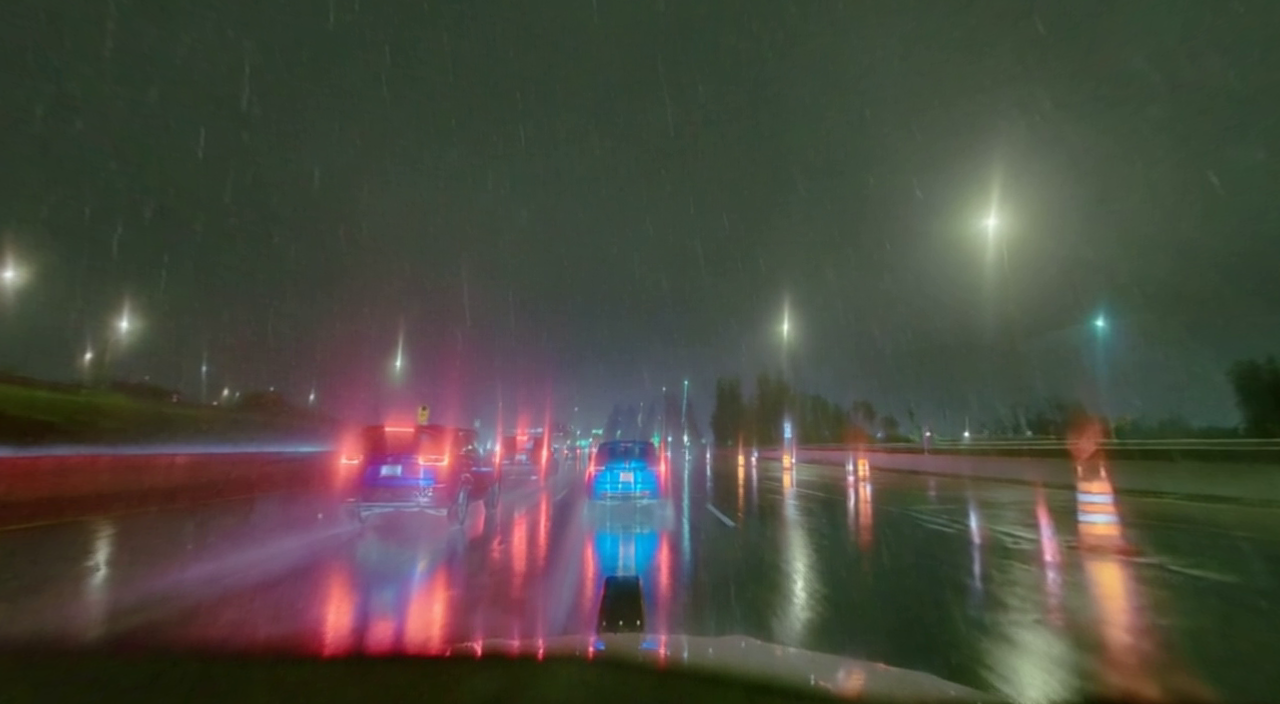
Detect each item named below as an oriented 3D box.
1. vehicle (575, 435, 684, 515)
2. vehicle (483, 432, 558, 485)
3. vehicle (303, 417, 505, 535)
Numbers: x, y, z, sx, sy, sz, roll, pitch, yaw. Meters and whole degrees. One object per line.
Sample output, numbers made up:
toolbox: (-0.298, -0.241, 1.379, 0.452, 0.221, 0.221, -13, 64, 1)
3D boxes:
vehicle: (-0.256, 2.631, 14.013, 2.069, 1.484, 3.982, 0, -9, -2)
vehicle: (-4.209, 3.809, 22.855, 1.982, 1.727, 4.057, 0, -9, -1)
vehicle: (-3.892, 2.120, 11.345, 2.025, 1.708, 4.089, 0, -9, 0)
